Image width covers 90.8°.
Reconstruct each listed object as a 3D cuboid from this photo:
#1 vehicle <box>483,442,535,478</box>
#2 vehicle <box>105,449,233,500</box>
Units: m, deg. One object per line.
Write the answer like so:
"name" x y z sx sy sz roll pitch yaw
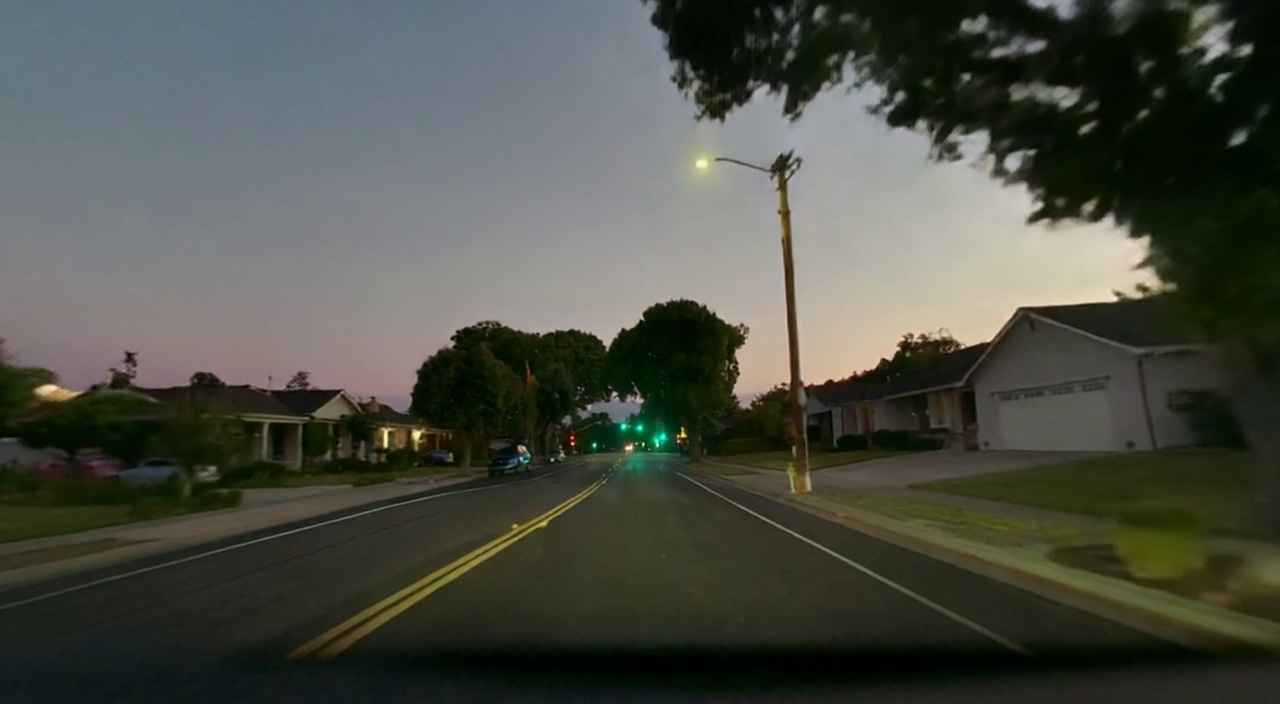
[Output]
"vehicle" -7.544 6.244 36.714 2.209 1.807 4.432 -3 -9 -2
"vehicle" -19.079 4.944 25.892 1.961 1.772 4.253 -3 -9 0
